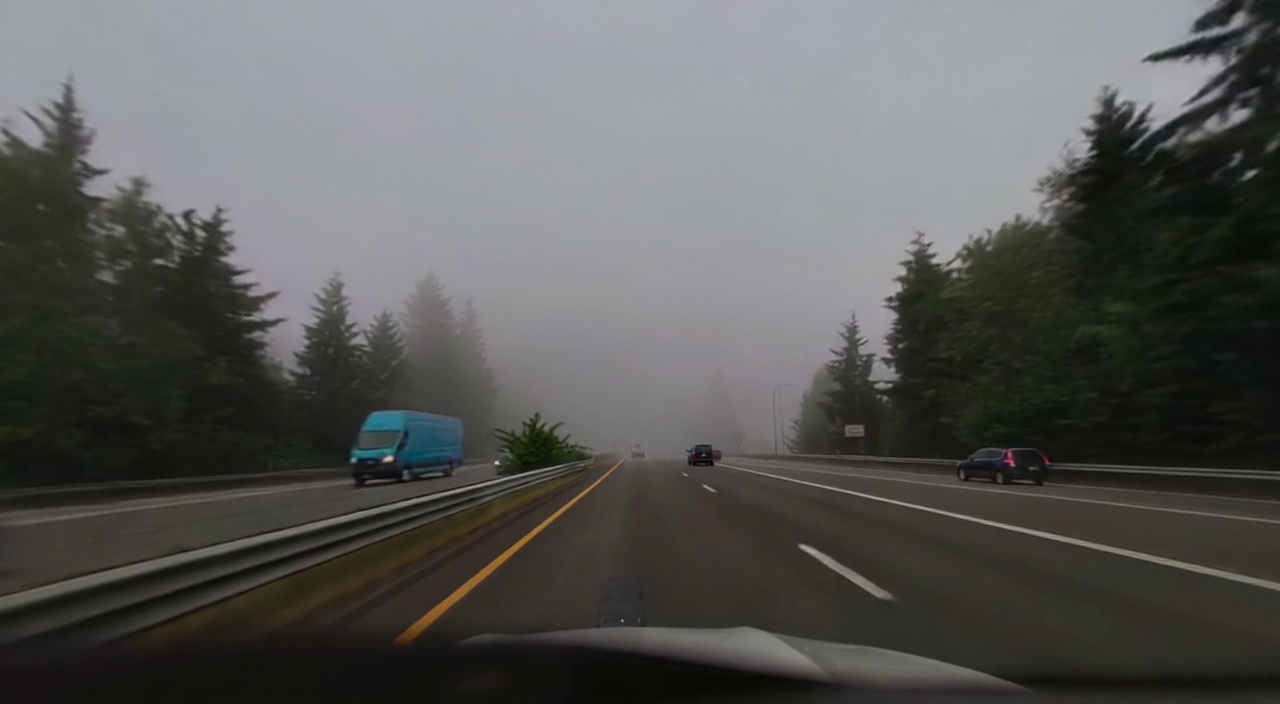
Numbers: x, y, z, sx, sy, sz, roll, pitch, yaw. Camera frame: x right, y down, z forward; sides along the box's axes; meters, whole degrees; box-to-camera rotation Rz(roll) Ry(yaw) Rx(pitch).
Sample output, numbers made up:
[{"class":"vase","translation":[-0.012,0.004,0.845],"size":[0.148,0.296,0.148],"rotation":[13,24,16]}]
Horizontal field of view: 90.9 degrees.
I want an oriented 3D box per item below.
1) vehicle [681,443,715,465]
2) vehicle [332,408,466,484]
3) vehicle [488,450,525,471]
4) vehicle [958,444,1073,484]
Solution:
[{"class":"vehicle","translation":[4.380,7.759,47.898],"size":[2.058,1.605,4.116],"rotation":[0,-9,-2]},{"class":"vehicle","translation":[-13.583,5.615,37.416],"size":[2.869,3.713,13.278],"rotation":[0,-9,0]},{"class":"vehicle","translation":[-9.660,7.881,45.759],"size":[1.840,1.440,3.882],"rotation":[0,-9,-1]},{"class":"vehicle","translation":[14.374,4.295,24.389],"size":[1.926,1.386,3.719],"rotation":[1,-9,-5]}]
